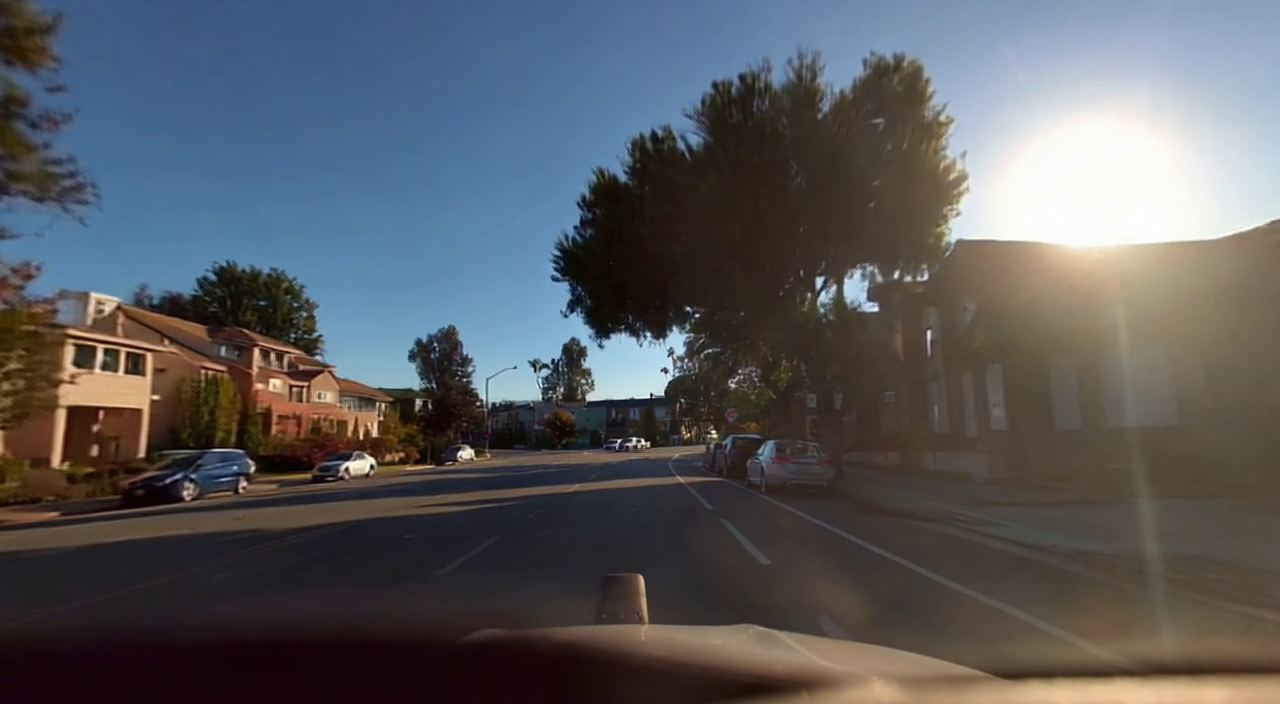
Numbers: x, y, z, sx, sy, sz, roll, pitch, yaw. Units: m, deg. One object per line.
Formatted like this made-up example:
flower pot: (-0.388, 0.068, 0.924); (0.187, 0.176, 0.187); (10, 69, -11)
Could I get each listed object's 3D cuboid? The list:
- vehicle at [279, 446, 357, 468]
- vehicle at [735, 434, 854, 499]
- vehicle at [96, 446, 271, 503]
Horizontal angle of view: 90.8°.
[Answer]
vehicle: (-22.266, 7.255, 43.783); (4.397, 1.423, 1.789); (-1, -8, 2)
vehicle: (3.913, 2.983, 16.922); (1.956, 1.468, 4.524); (0, -8, -1)
vehicle: (-14.141, 3.782, 20.053); (1.923, 1.535, 4.862); (0, -8, 0)
